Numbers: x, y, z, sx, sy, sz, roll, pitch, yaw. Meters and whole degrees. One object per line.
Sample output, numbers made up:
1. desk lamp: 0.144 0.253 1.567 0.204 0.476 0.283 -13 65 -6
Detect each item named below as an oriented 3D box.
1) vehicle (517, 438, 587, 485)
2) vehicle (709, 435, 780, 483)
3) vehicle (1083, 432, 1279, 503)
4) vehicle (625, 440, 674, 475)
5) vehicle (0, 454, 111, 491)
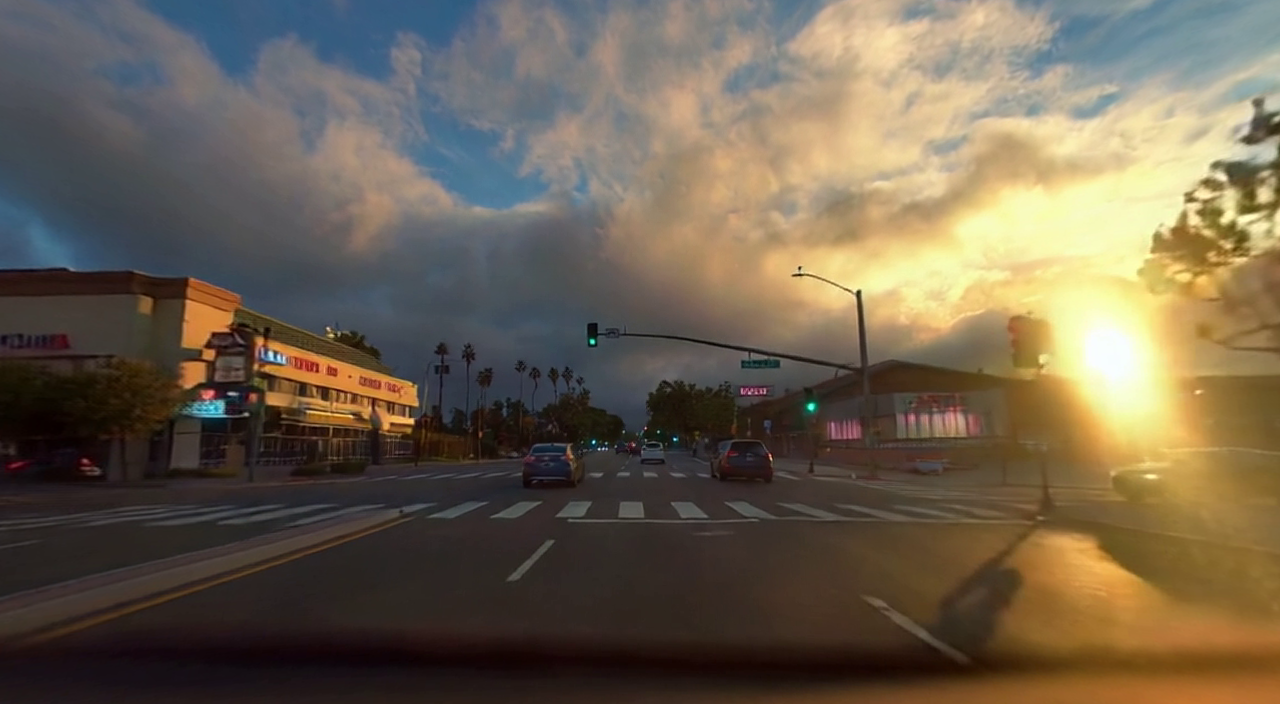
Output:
1. vehicle: -3.057 3.896 22.650 1.860 1.510 4.073 0 -9 1
2. vehicle: 3.806 3.965 23.588 1.987 1.637 3.896 0 -9 0
3. vehicle: 15.676 3.192 17.662 4.921 1.841 1.957 0 -9 1
4. vehicle: 0.422 4.873 29.334 2.103 1.468 4.094 0 -9 0
5. vehicle: -26.580 5.279 27.780 4.604 1.491 2.125 0 -9 0
